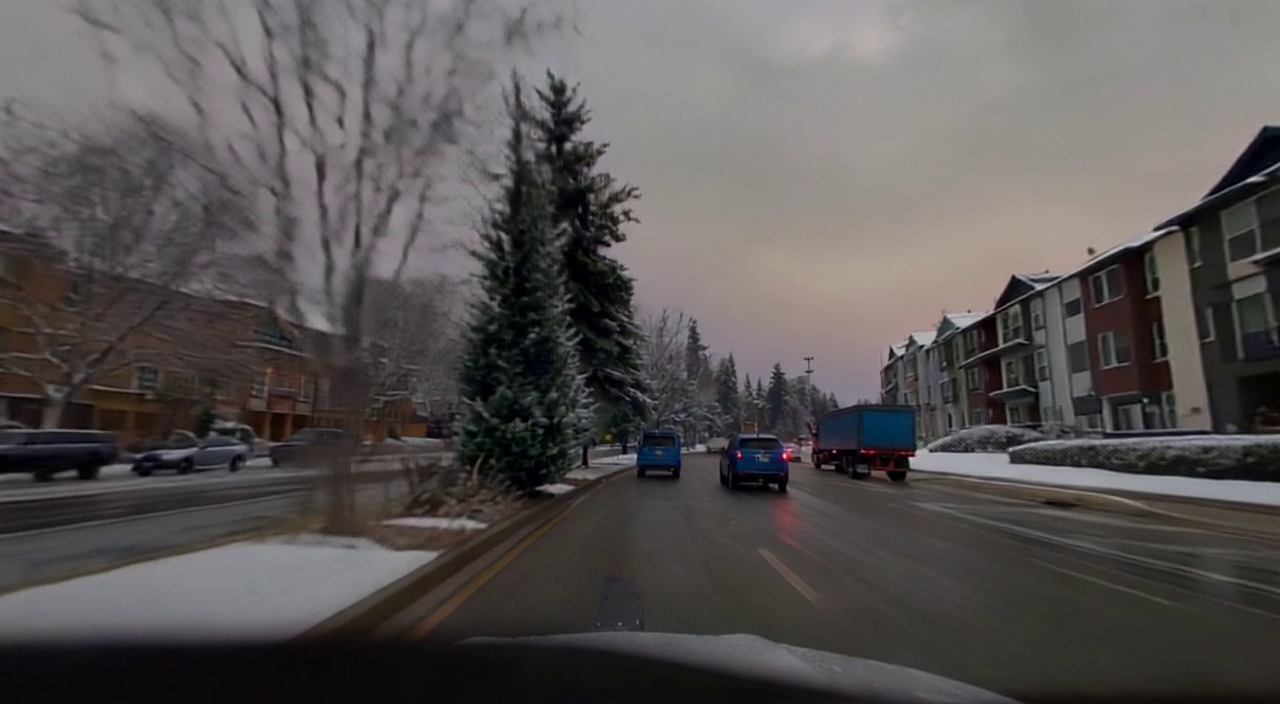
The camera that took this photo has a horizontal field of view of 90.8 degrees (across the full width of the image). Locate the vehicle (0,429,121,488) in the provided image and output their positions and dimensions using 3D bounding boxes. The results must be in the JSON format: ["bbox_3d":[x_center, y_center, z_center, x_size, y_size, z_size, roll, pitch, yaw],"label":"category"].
[{"bbox_3d":[-18.684,3.204,19.062,2.010,1.609,4.549,-1,-9,2],"label":"vehicle"}]

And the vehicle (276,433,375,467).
[{"bbox_3d":[-17.609,5.619,35.818,2.272,1.746,5.914,-1,-11,4],"label":"vehicle"}]

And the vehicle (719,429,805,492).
[{"bbox_3d":[3.835,3.495,20.678,2.033,1.823,4.409,0,-9,1],"label":"vehicle"}]

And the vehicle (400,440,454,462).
[{"bbox_3d":[-16.362,7.678,48.783,1.951,1.513,5.107,-3,-10,6],"label":"vehicle"}]

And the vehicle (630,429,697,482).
[{"bbox_3d":[0.964,4.041,24.923,2.345,1.841,5.032,0,-9,3],"label":"vehicle"}]

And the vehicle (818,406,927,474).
[{"bbox_3d":[12.220,4.783,34.045,3.705,3.221,6.779,-1,-9,5],"label":"vehicle"}]

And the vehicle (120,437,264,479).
[{"bbox_3d":[-18.008,4.334,25.770,2.008,1.487,5.078,-2,-10,2],"label":"vehicle"}]

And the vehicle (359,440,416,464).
[{"bbox_3d":[-17.045,6.828,42.937,1.845,1.512,4.316,-2,-10,4],"label":"vehicle"}]
